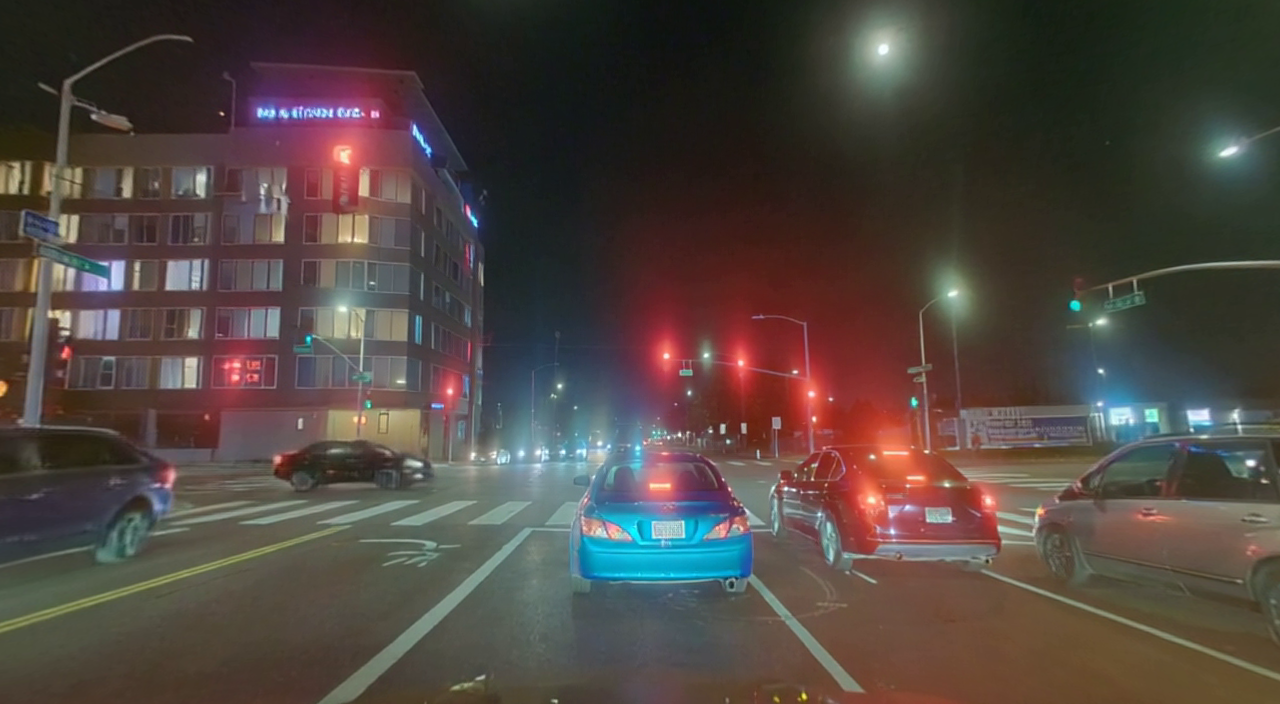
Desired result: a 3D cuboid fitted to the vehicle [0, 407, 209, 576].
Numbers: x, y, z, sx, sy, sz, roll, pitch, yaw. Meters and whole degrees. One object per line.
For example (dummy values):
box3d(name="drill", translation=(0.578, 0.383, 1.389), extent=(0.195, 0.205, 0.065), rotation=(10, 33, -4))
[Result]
box3d(name="vehicle", translation=(-8.476, 1.688, 7.826), extent=(2.338, 1.889, 5.998), rotation=(1, -8, -5))

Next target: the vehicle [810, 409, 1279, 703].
box3d(name="vehicle", translation=(2.819, 1.288, 4.559), extent=(1.961, 1.498, 4.356), rotation=(0, -8, 0))

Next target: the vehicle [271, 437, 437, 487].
box3d(name="vehicle", translation=(-9.609, 3.709, 21.401), extent=(4.688, 1.612, 1.938), rotation=(0, -8, 2))

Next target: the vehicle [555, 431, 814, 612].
box3d(name="vehicle", translation=(0.291, 1.693, 7.284), extent=(2.132, 1.464, 4.089), rotation=(0, -8, -2))

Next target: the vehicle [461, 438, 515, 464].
box3d(name="vehicle", translation=(-9.745, 6.378, 40.691), extent=(2.030, 1.596, 3.912), rotation=(-1, -9, 8))
